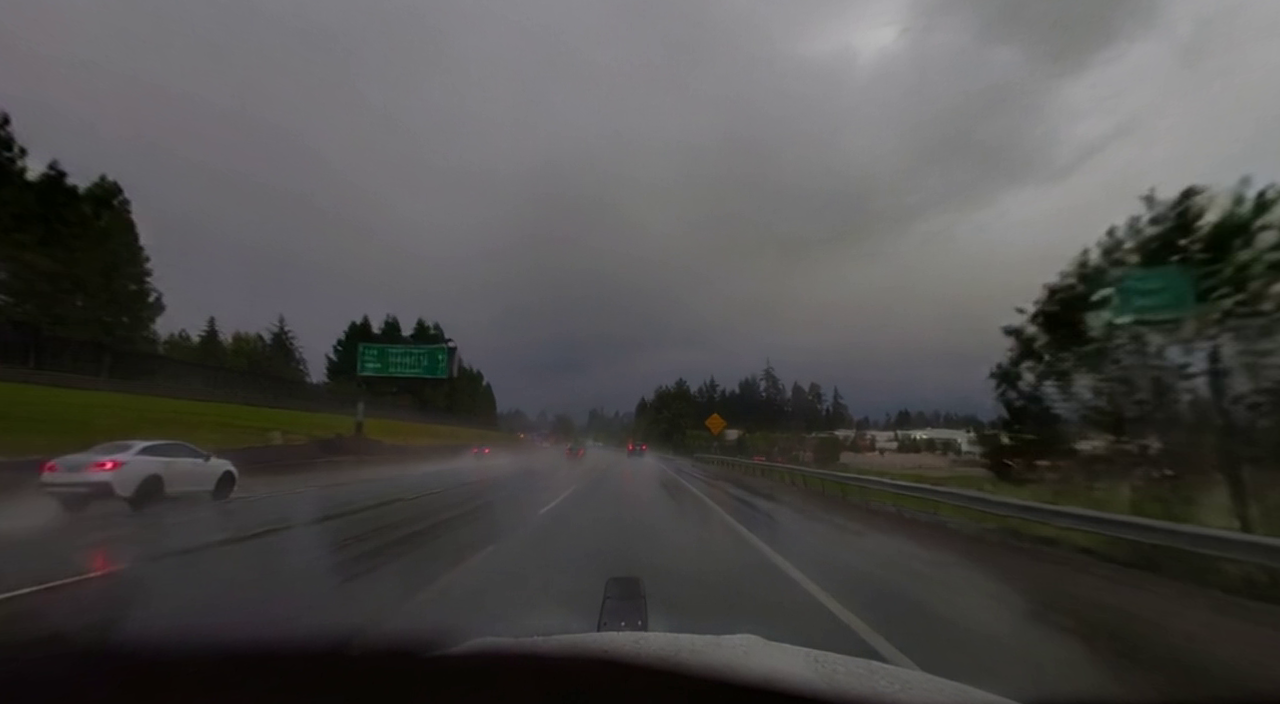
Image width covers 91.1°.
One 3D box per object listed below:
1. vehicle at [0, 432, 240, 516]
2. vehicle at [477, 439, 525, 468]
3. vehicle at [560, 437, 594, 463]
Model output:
[{"bbox_3d":[-11.380,2.556,13.722,2.056,1.489,4.852,0,-9,0],"label":"vehicle"},{"bbox_3d":[-8.360,6.144,38.197,2.015,1.651,4.432,0,-9,-1],"label":"vehicle"},{"bbox_3d":[-4.633,7.243,46.545,2.138,1.833,4.622,0,-9,-1],"label":"vehicle"}]
